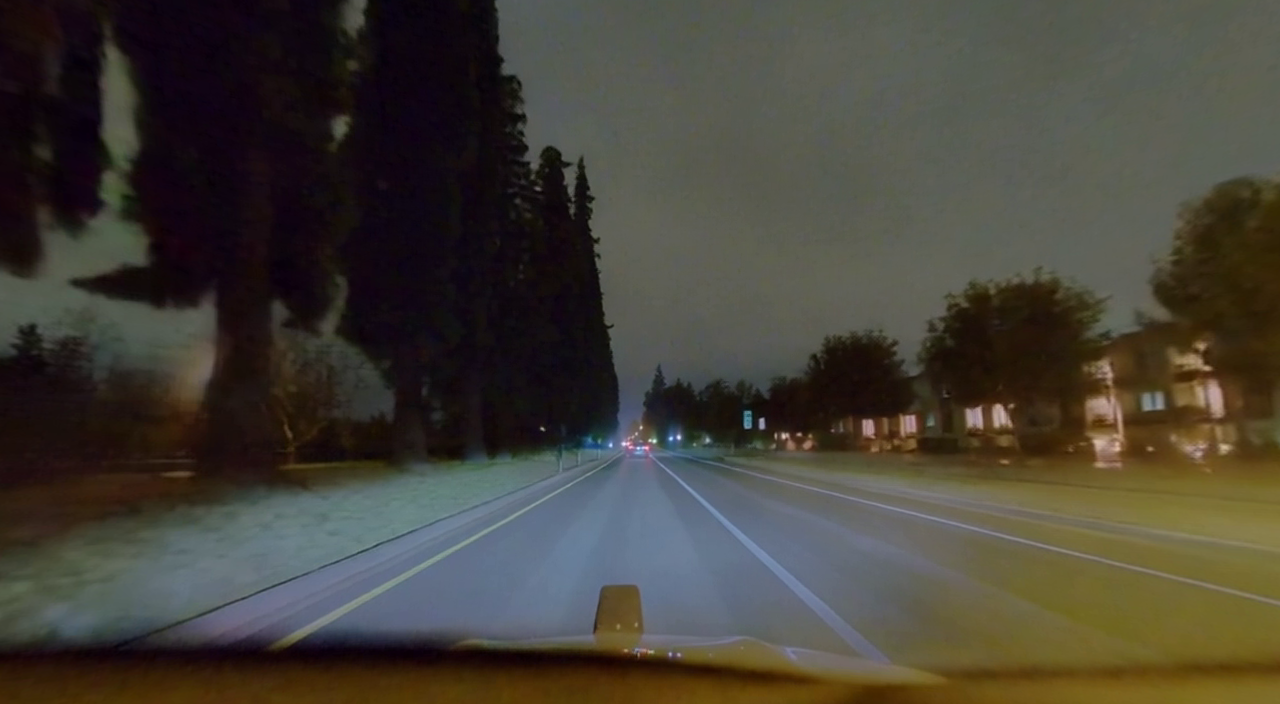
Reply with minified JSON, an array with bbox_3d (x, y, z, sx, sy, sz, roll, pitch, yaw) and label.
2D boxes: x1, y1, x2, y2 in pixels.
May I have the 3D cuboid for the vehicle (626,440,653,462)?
[{"bbox_3d":[-0.019,7.722,49.334,2.016,1.665,3.932,0,-8,-1],"label":"vehicle"}]
